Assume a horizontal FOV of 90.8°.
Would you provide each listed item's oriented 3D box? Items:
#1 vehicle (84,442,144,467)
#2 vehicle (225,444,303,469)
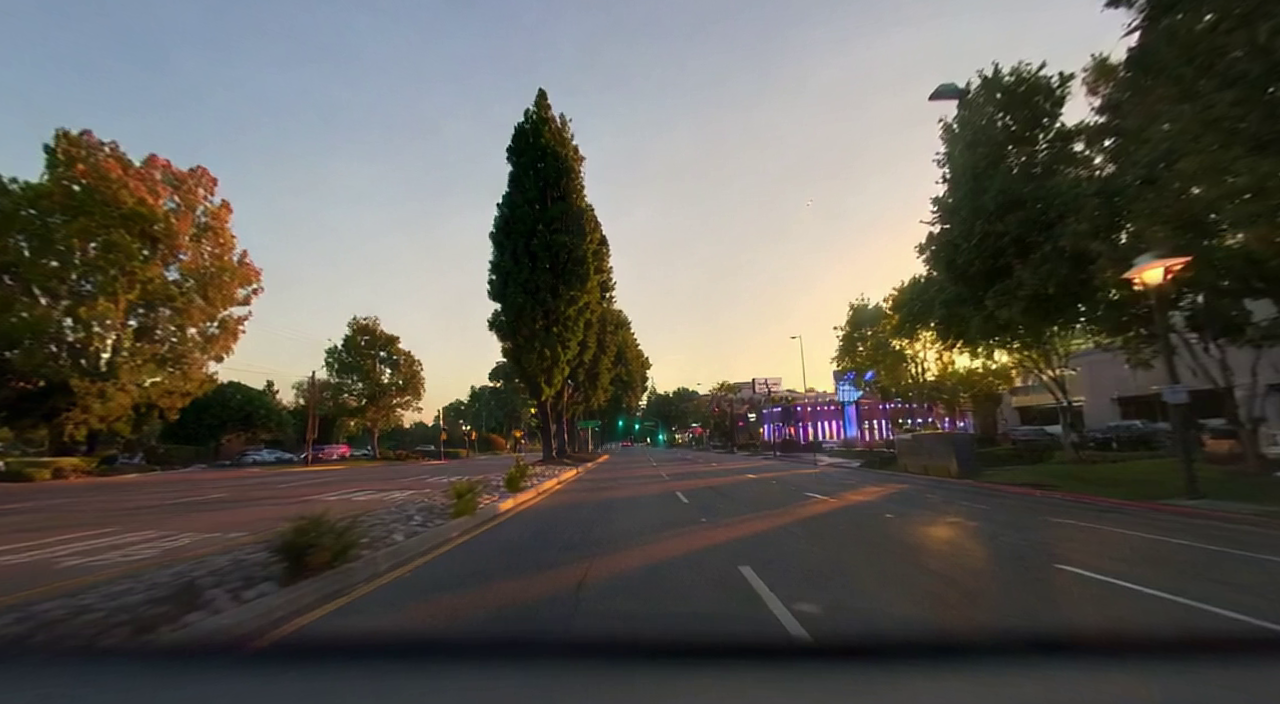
[{"bbox_3d":[-41.624,8.092,49.962,4.997,1.912,2.111,-6,-10,33],"label":"vehicle"},{"bbox_3d":[-28.434,7.922,47.987,4.922,1.511,1.959,1,-8,-27],"label":"vehicle"}]
